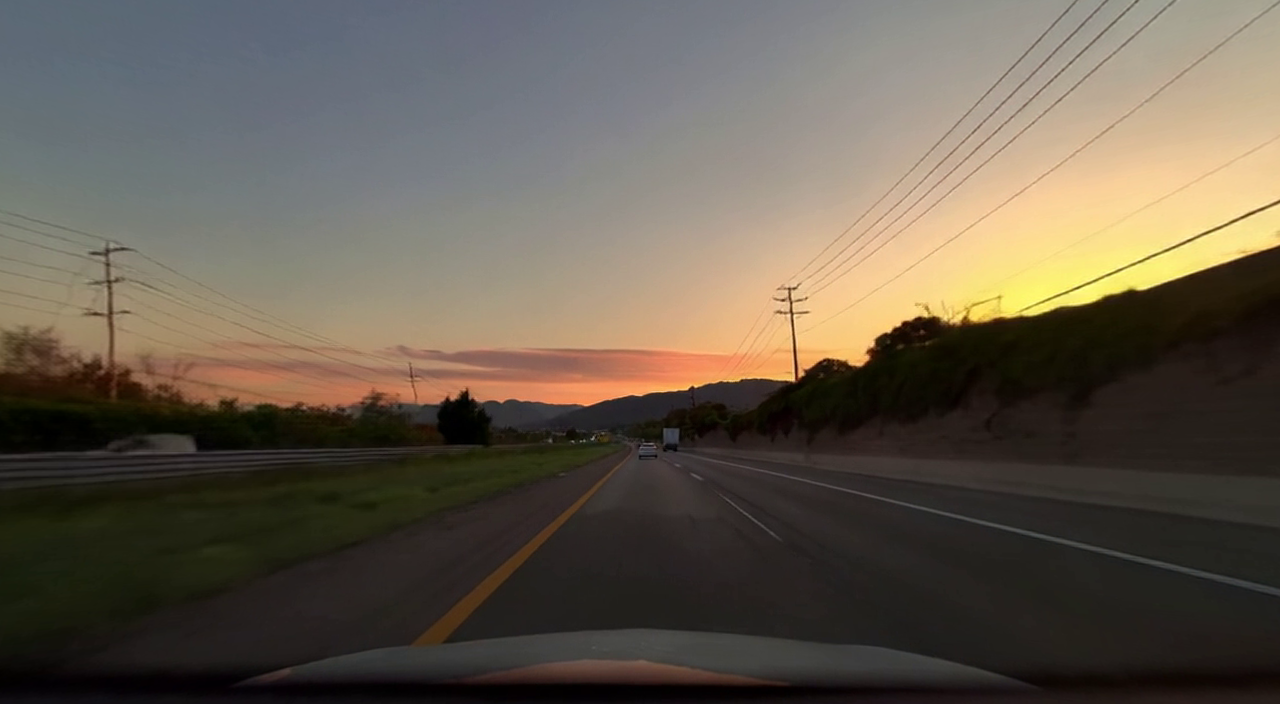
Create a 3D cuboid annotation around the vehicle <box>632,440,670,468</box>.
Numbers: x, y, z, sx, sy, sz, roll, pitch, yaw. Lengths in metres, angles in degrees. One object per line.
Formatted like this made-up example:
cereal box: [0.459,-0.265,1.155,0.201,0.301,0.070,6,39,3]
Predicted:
vehicle: [0.670,6.224,38.721,2.192,1.556,4.132,-1,-8,1]
